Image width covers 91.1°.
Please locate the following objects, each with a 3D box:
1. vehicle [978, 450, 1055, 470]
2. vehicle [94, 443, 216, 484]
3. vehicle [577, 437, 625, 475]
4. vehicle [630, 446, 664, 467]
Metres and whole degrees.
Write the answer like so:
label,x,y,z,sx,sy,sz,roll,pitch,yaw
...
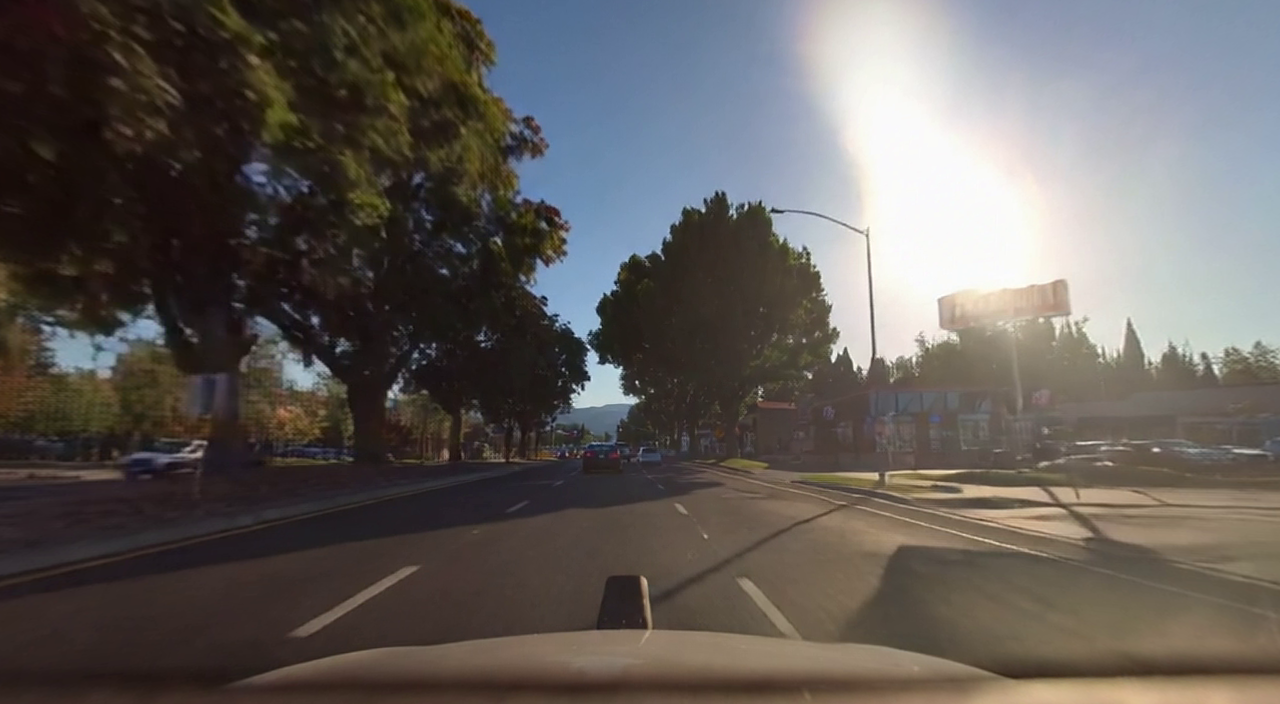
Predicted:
label,x,y,z,sx,sy,sz,roll,pitch,yaw
vehicle,27.379,7.862,45.700,4.375,1.400,2.017,1,-9,-5
vehicle,-22.003,5.047,28.766,2.039,1.730,4.559,1,-9,-2
vehicle,-2.057,5.676,34.524,2.222,1.899,5.006,0,-9,1
vehicle,0.456,7.806,47.193,2.113,1.446,4.309,1,-9,-6
